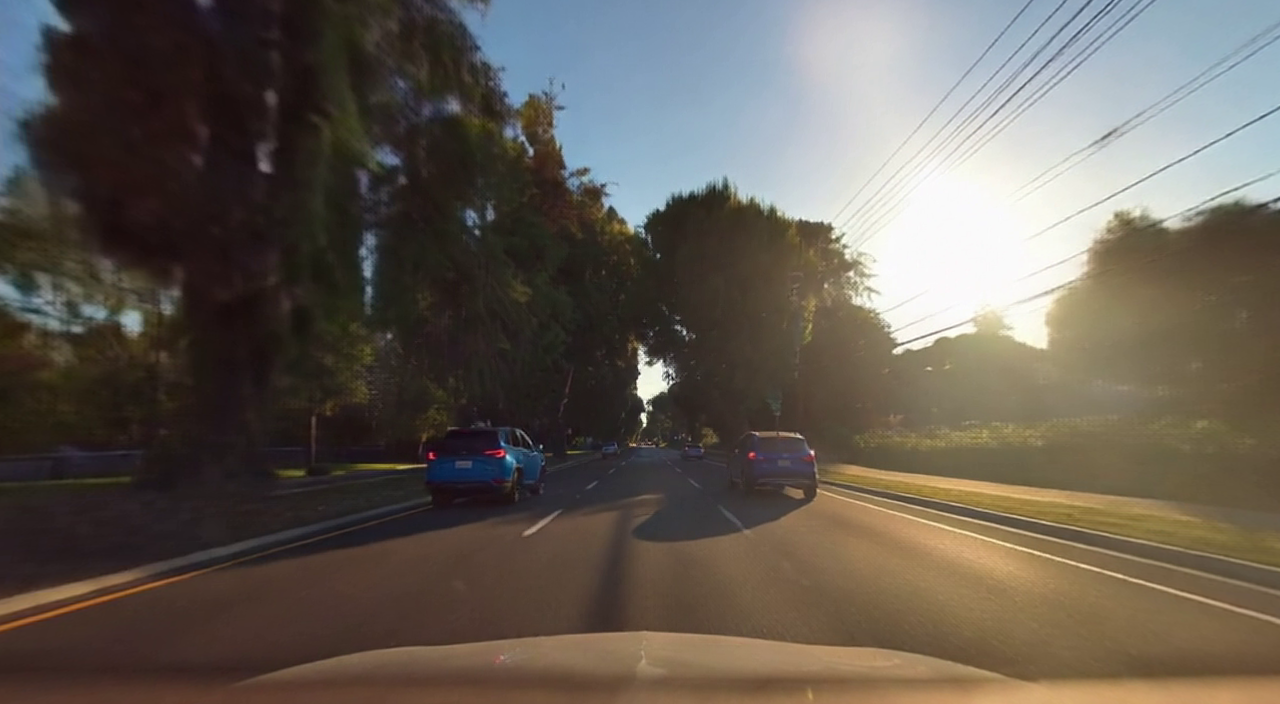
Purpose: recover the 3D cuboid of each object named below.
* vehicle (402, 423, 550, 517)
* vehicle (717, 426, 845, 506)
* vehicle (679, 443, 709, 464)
[{"bbox_3d":[-3.490,2.607,14.445,2.104,1.785,4.494,0,-9,1],"label":"vehicle"},{"bbox_3d":[3.396,2.859,16.227,2.182,1.744,4.464,0,-9,-1],"label":"vehicle"},{"bbox_3d":[4.015,7.654,47.517,1.906,1.468,4.422,0,-9,0],"label":"vehicle"}]
